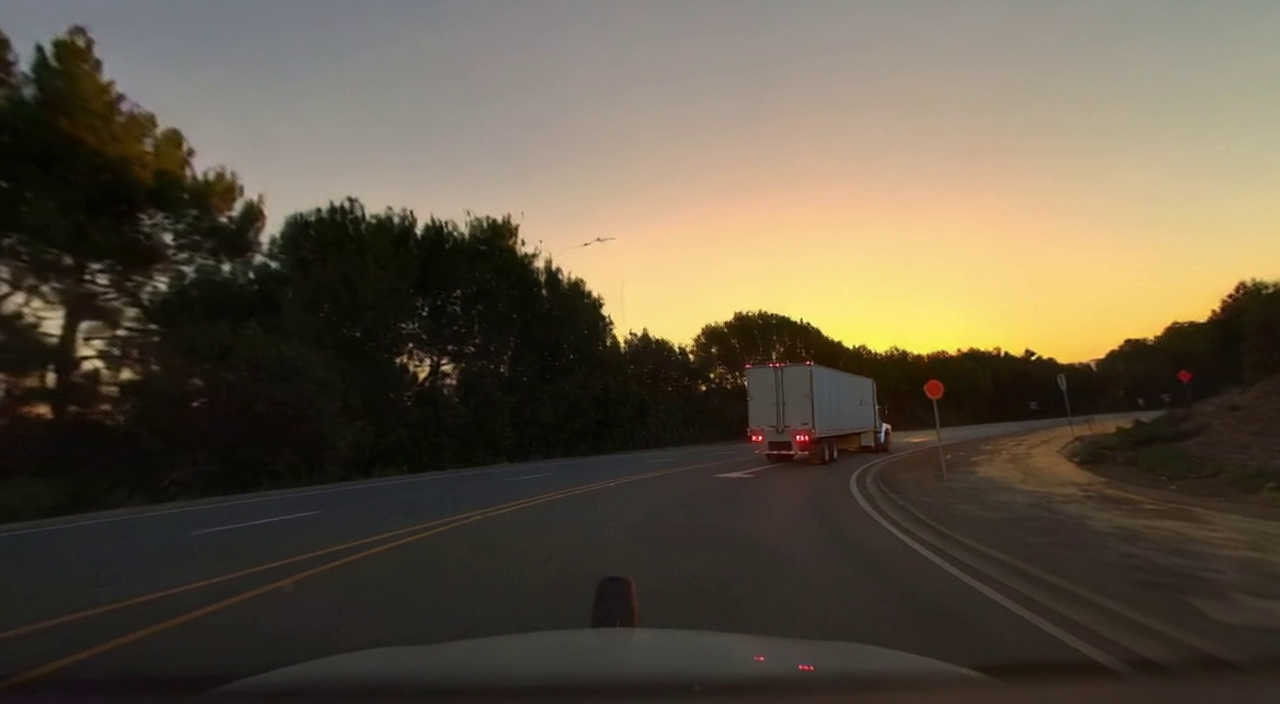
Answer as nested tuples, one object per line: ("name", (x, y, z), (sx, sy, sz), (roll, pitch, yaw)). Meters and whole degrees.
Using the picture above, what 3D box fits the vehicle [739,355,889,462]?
("vehicle", (7.843, 2.657, 26.960), (2.837, 3.712, 10.484), (-6, -10, 34))
